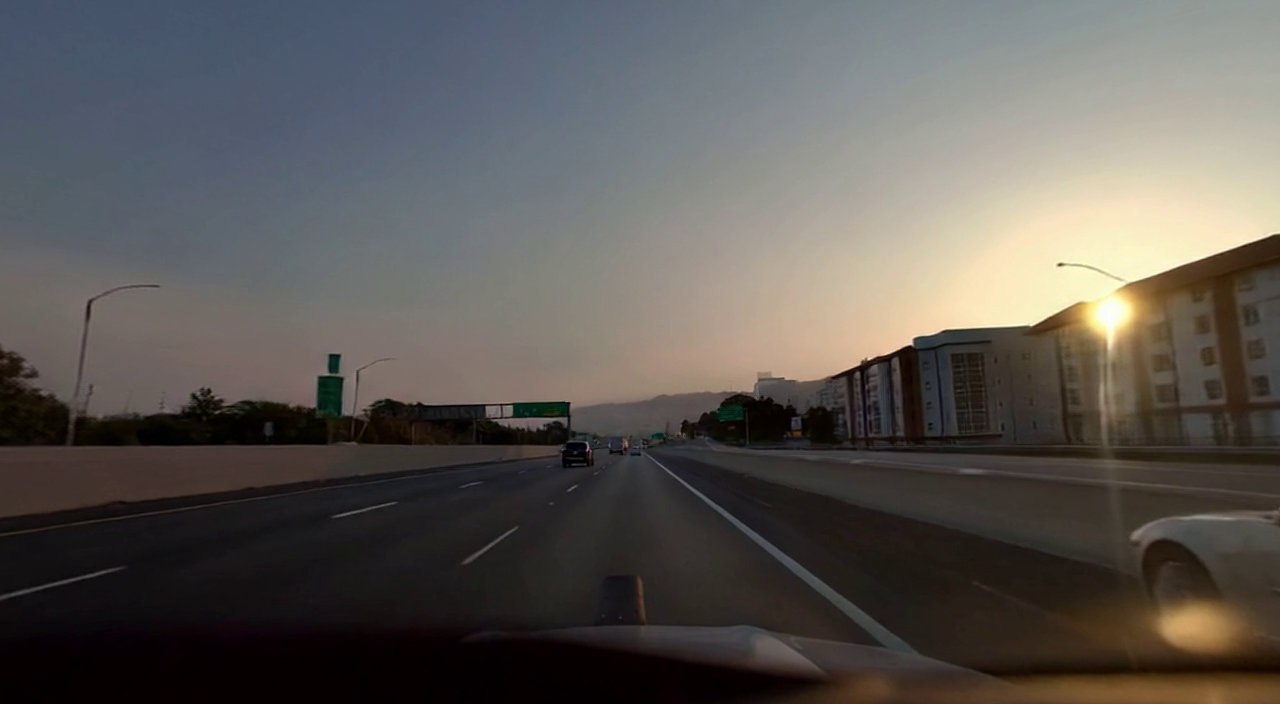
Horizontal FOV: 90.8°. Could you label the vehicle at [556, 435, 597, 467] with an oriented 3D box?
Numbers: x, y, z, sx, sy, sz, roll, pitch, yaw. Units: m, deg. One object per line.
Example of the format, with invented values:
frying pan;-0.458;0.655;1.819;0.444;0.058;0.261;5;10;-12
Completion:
vehicle;-3.788;5.996;38.351;2.047;1.786;4.217;0;-8;0
